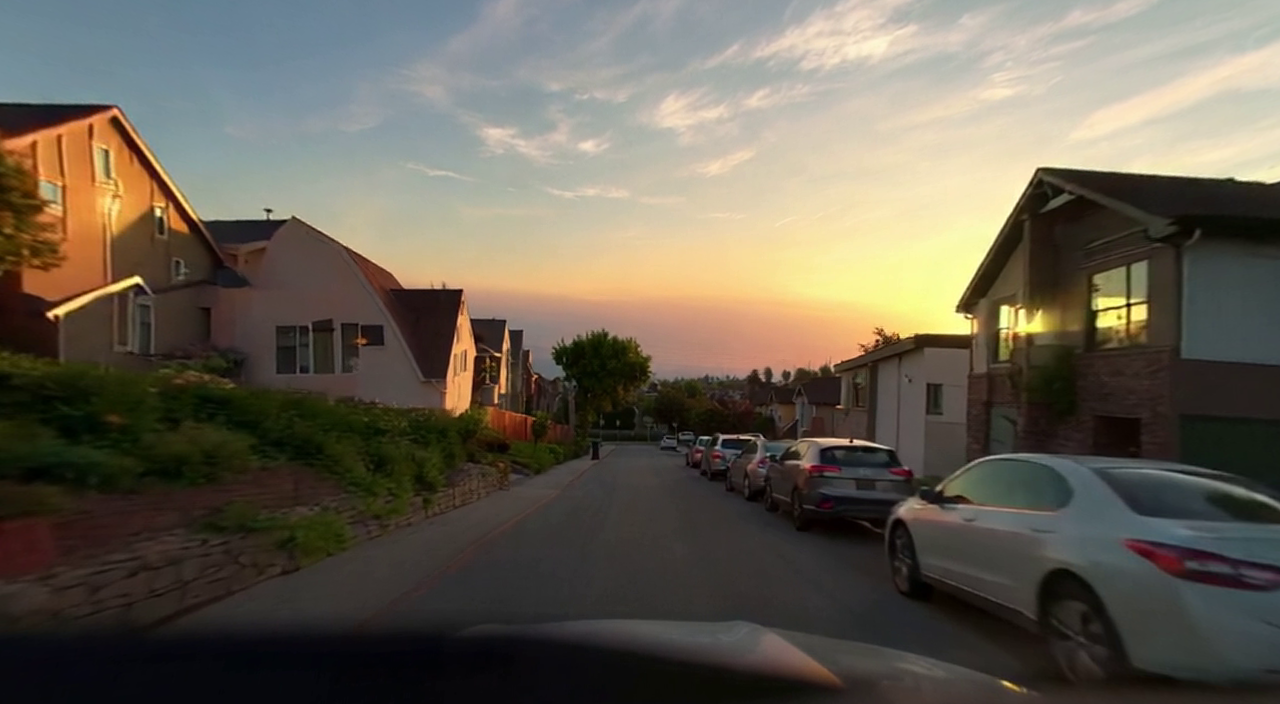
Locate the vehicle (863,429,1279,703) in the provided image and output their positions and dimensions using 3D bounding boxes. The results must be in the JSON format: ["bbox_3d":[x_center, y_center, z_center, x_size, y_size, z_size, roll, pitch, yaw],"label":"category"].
[{"bbox_3d":[3.238,1.303,4.541,1.759,1.464,3.993,0,-7,0],"label":"vehicle"}]

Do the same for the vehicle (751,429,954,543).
[{"bbox_3d":[3.136,2.009,10.176,2.036,1.510,3.505,0,-7,0],"label":"vehicle"}]
